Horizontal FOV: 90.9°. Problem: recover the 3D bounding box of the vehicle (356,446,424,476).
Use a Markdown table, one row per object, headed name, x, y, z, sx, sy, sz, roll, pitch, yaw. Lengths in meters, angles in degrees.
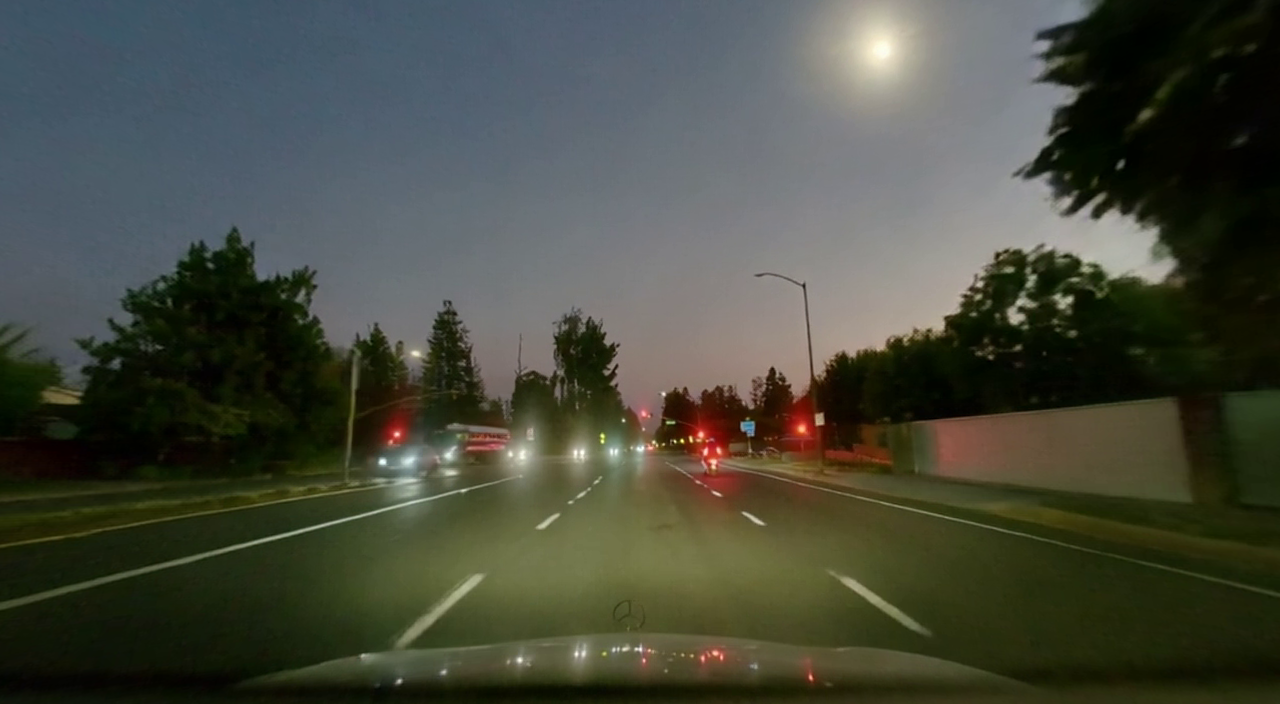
| name | x | y | z | sx | sy | sz | roll | pitch | yaw |
| --- | --- | --- | --- | --- | --- | --- | --- | --- | --- |
| vehicle | -13.814 | 6.029 | 35.114 | 1.888 | 1.456 | 4.406 | -1 | -8 | 1 |
